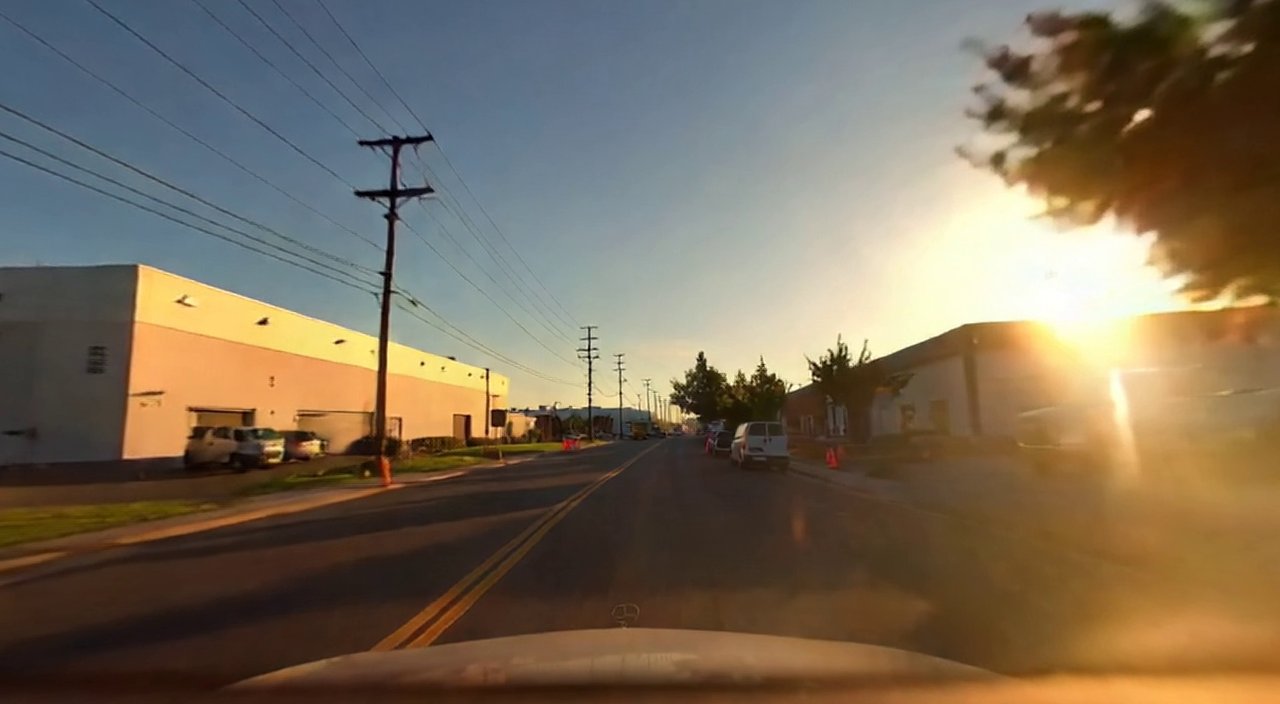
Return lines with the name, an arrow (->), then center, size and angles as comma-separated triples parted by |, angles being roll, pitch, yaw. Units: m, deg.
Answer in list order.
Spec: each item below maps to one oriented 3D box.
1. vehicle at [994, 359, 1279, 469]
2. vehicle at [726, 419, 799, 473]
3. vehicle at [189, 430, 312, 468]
vehicle -> 12.574, 1.574, 15.673 | 6.092, 2.433, 2.196 | -2, -8, 4
vehicle -> 4.848, 3.802, 25.844 | 2.010, 1.985, 5.124 | -1, -8, 1
vehicle -> -18.474, 4.616, 30.335 | 2.102, 1.628, 5.130 | -2, -8, 10
